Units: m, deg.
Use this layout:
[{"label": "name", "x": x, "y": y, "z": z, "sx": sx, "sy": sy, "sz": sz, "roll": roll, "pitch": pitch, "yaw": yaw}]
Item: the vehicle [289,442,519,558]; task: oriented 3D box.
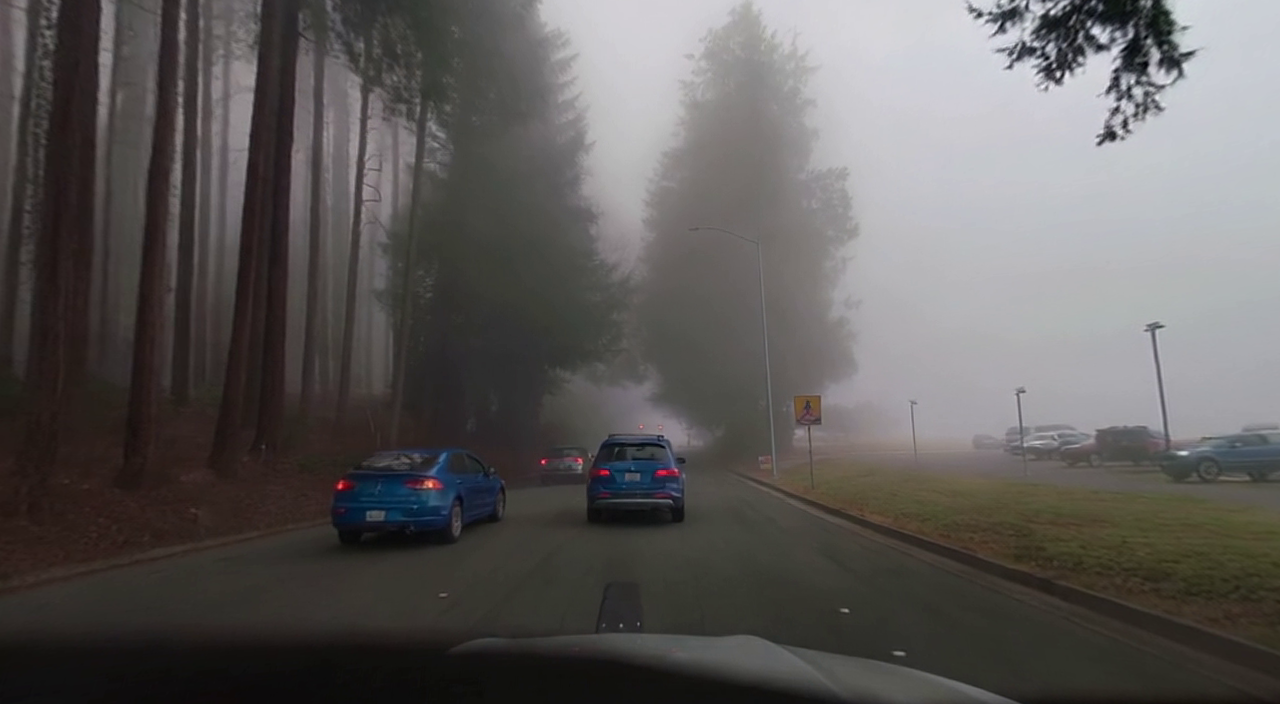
[{"label": "vehicle", "x": -3.446, "y": 2.219, "z": 10.327, "sx": 1.922, "sy": 1.464, "sz": 4.424, "roll": 0, "pitch": -8, "yaw": 2}]

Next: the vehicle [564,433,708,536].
[{"label": "vehicle", "x": -0.047, "y": 2.351, "z": 11.818, "sx": 2.229, "sy": 1.591, "sz": 3.897, "roll": 0, "pitch": -8, "yaw": 1}]

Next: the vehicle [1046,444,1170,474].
[{"label": "vehicle", "x": 28.098, "y": 6.384, "z": 38.007, "sx": 5.955, "sy": 1.702, "sz": 2.166, "roll": 1, "pitch": -8, "yaw": -6}]
